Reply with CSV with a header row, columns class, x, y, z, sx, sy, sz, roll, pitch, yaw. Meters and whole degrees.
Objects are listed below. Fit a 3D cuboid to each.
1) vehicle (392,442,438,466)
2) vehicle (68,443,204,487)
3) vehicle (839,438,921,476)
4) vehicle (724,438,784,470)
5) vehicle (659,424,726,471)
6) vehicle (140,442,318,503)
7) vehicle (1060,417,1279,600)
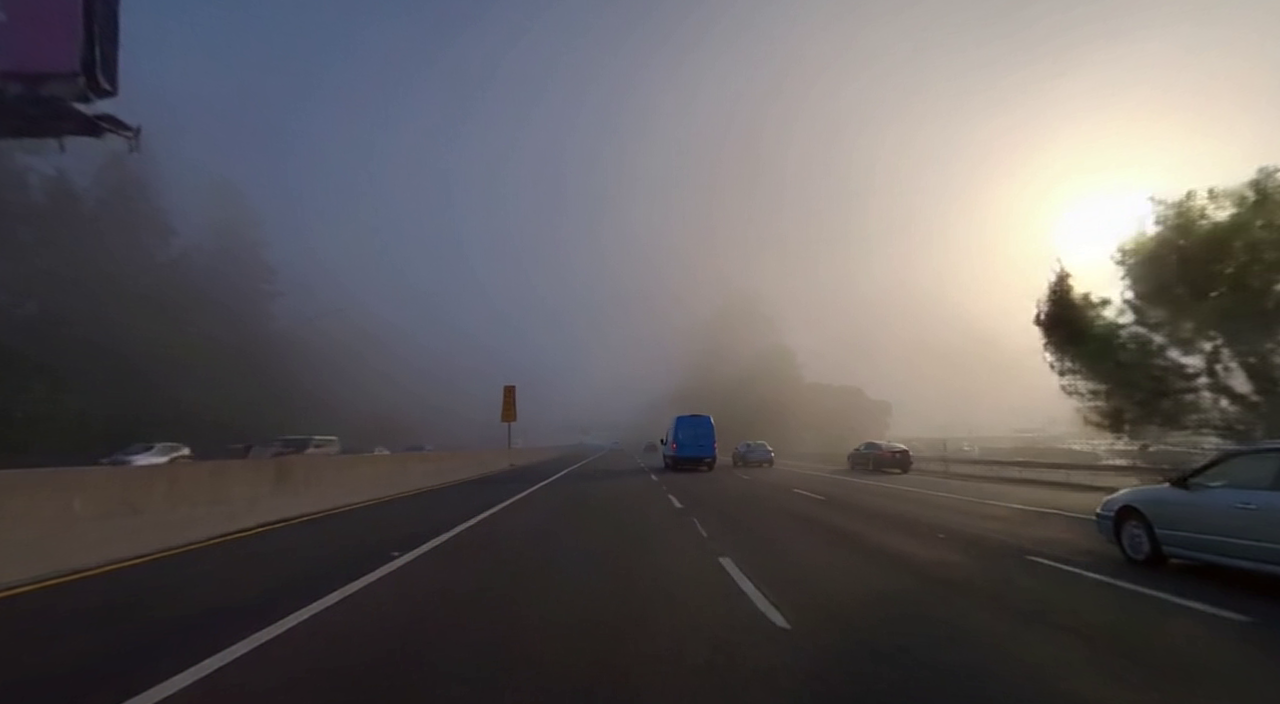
class,x,y,z,sx,sy,sz,roll,pitch,yaw
vehicle,-15.807,7.187,44.306,1.870,1.513,3.866,-2,-8,-1
vehicle,-23.130,5.158,29.173,2.372,1.803,4.973,-1,-8,-3
vehicle,10.054,4.403,26.570,1.874,1.496,3.586,0,-8,-3
vehicle,5.679,5.115,31.743,2.099,1.510,3.784,0,-8,-3
vehicle,2.410,4.634,30.512,2.546,2.087,5.404,0,-8,-3
vehicle,-11.059,3.239,17.397,2.060,1.452,4.444,0,-8,-2
vehicle,6.363,1.331,5.370,2.003,1.517,4.936,0,-8,-2
